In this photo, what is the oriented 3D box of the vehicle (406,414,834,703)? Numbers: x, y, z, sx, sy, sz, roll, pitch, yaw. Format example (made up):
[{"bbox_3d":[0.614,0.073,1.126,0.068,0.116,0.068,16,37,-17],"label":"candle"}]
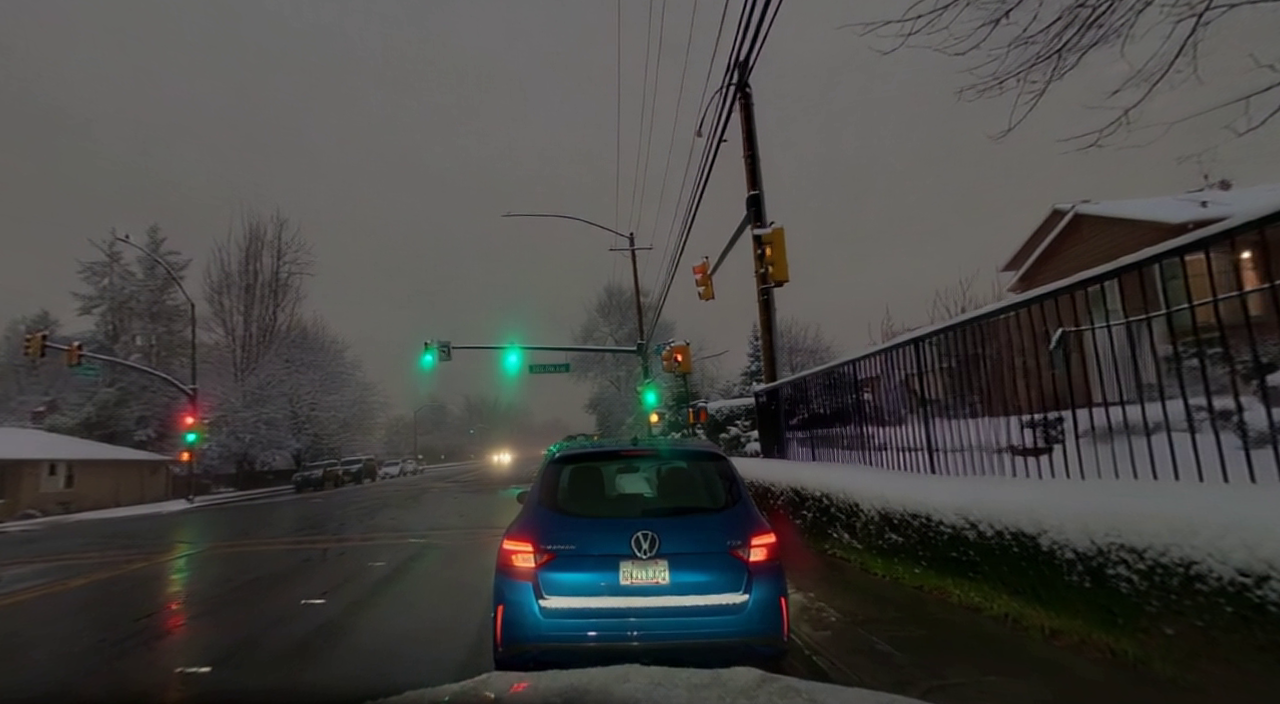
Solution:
[{"bbox_3d":[-0.261,1.327,4.888,2.024,1.502,3.702,1,-9,-6],"label":"vehicle"}]
